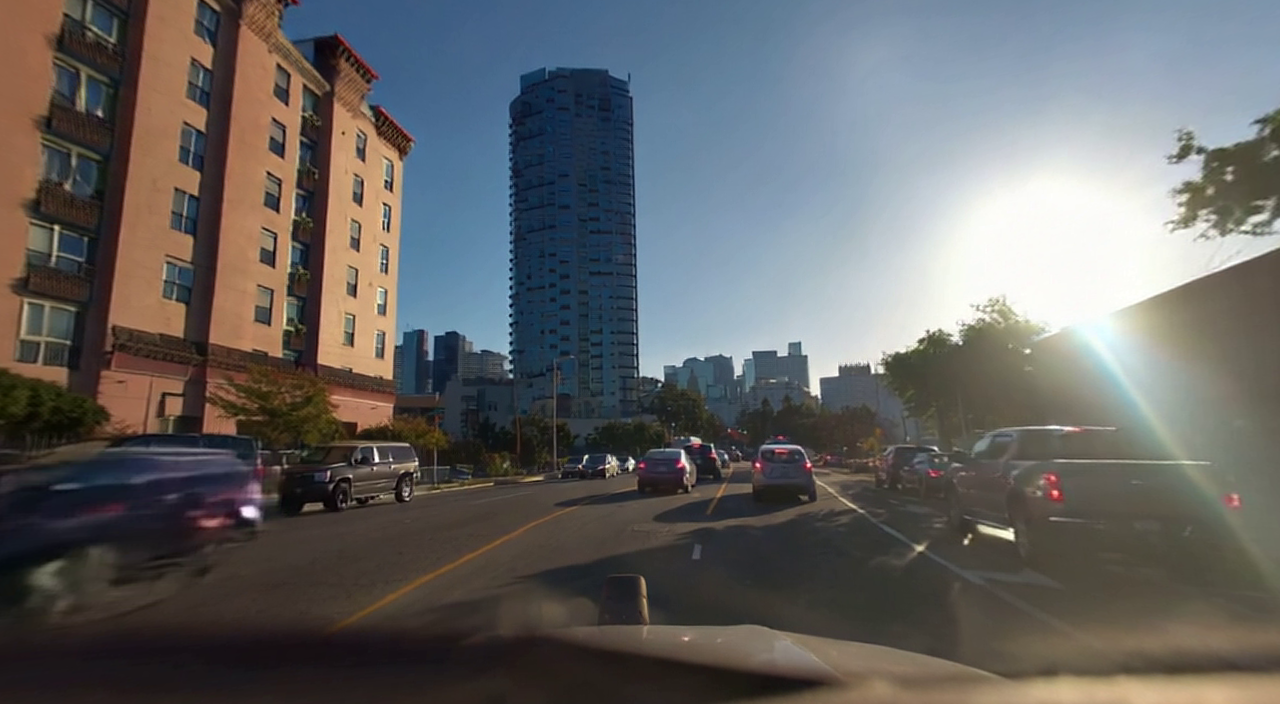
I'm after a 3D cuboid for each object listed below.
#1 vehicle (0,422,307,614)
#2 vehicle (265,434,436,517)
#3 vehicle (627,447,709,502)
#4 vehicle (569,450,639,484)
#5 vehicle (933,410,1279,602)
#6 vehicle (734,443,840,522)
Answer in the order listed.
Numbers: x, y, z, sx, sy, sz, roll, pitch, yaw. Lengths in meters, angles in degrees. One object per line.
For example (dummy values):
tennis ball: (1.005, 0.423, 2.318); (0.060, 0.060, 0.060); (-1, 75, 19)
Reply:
vehicle: (-6.037, 1.592, 6.714); (2.086, 1.565, 4.281); (-2, -9, 11)
vehicle: (-7.749, 3.290, 17.421); (1.934, 1.770, 4.546); (-9, -9, 10)
vehicle: (0.943, 3.615, 19.141); (2.031, 1.461, 3.763); (-1, -9, 9)
vehicle: (-1.695, 5.670, 31.499); (1.928, 1.503, 4.322); (-3, -9, 20)
vehicle: (5.561, 1.791, 8.335); (2.088, 1.775, 4.454); (-2, -9, 13)
vehicle: (3.265, 2.851, 14.408); (1.982, 1.510, 4.144); (-2, -9, 11)
